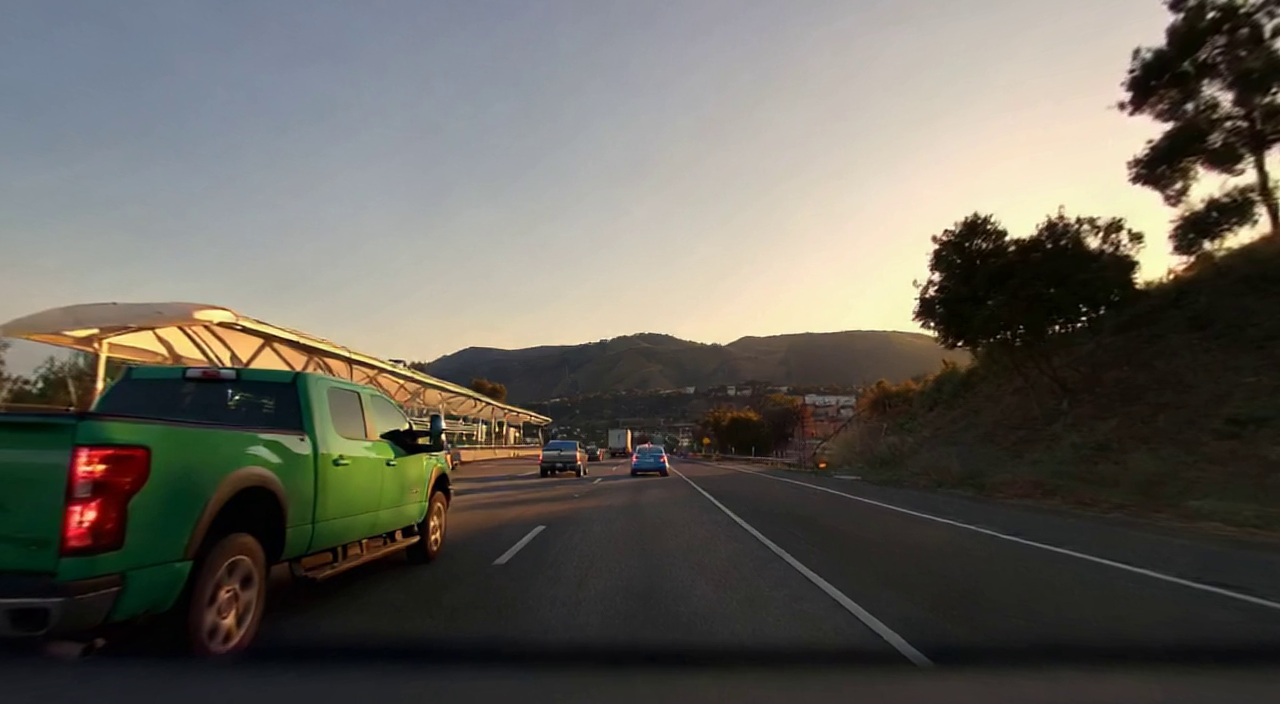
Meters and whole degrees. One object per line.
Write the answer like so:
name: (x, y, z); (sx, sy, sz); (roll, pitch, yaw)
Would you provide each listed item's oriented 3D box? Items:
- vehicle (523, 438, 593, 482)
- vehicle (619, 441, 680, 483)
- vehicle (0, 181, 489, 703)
vehicle: (-3.225, 4.376, 25.794); (2.151, 1.613, 4.786); (0, -8, 1)
vehicle: (0.328, 4.242, 24.561); (2.171, 1.493, 4.081); (0, -9, 0)
vehicle: (-3.581, 0.985, 5.393); (2.733, 2.230, 6.820); (0, -8, 1)
